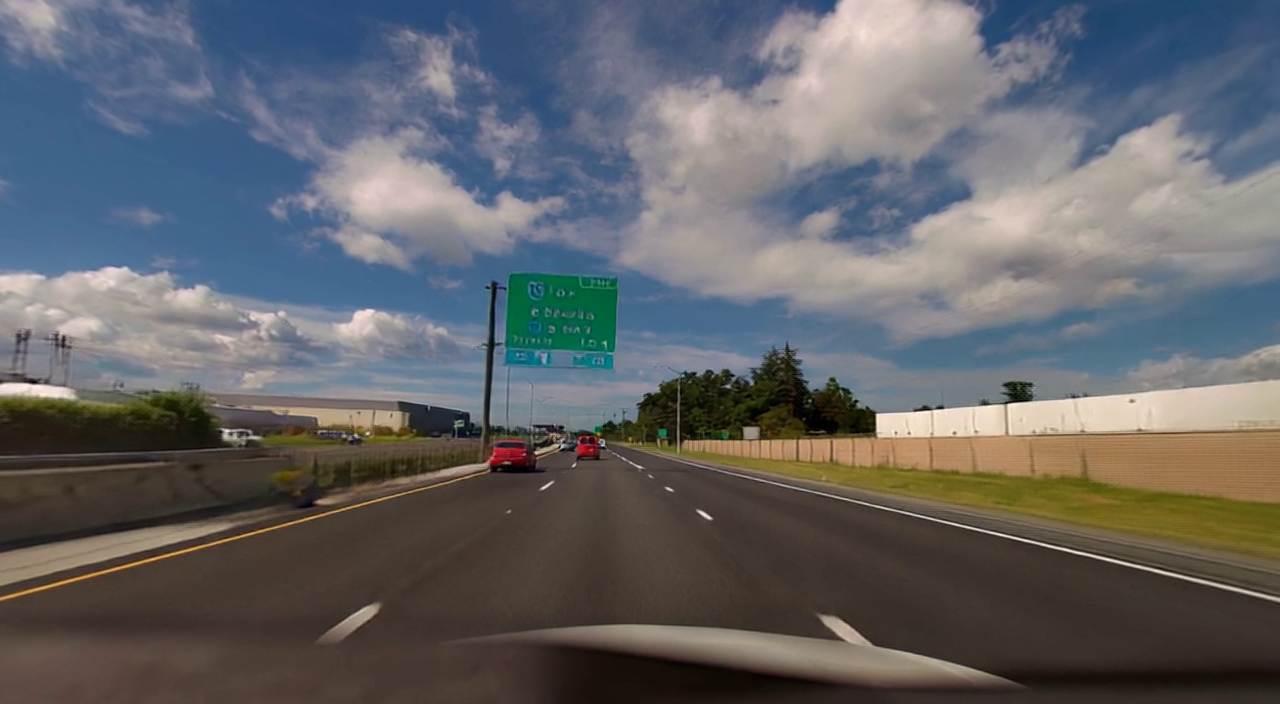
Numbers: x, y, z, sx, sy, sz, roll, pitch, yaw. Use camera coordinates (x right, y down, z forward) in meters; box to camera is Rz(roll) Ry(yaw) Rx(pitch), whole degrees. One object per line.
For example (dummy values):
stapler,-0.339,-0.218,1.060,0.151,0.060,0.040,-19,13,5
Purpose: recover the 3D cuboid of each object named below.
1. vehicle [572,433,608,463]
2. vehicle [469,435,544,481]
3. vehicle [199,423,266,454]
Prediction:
vehicle,-3.370,6.553,43.236,2.260,1.901,4.665,0,-8,-2
vehicle,-4.893,3.936,23.719,2.045,1.547,4.162,0,-8,-2
vehicle,-31.488,6.672,48.868,2.173,2.174,5.446,4,-8,-9
